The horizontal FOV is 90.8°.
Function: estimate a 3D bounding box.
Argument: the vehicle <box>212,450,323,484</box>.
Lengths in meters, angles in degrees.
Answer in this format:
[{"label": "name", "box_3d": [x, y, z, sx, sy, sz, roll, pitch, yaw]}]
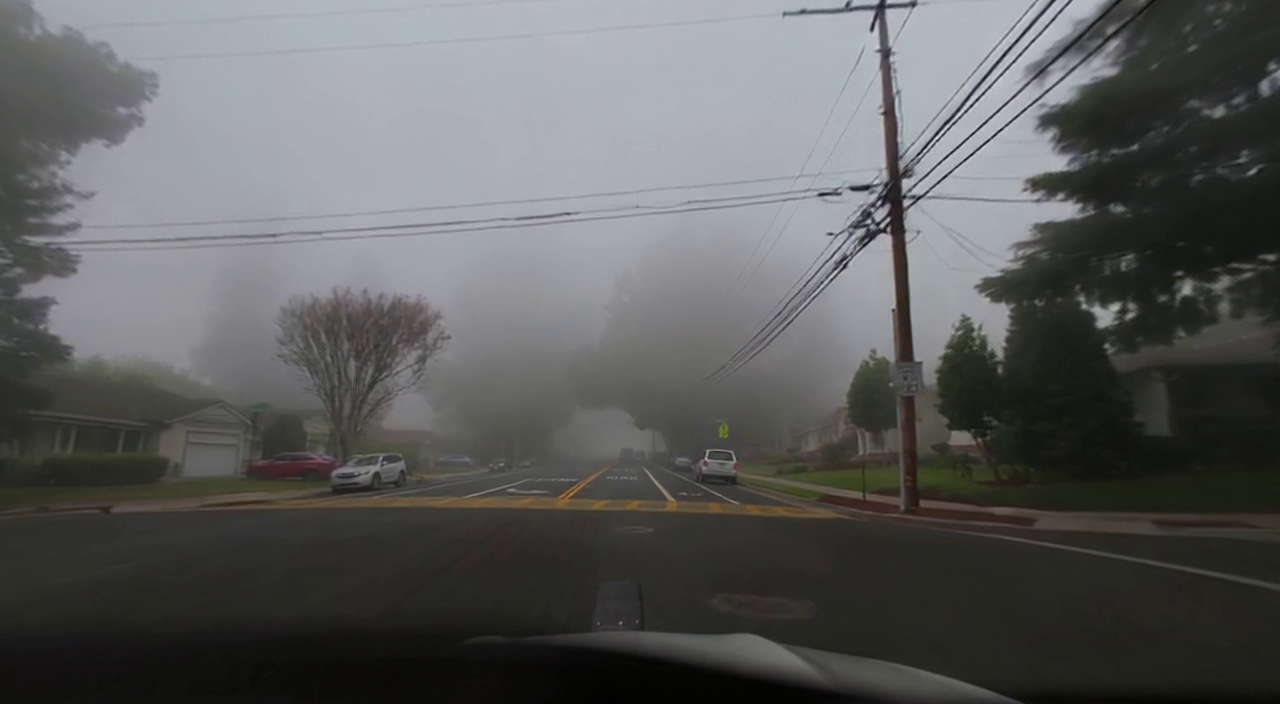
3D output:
[{"label": "vehicle", "box_3d": [-19.414, 6.010, 33.101, 4.450, 1.677, 2.027, 0, -9, -3]}]

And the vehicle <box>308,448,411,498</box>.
[{"label": "vehicle", "box_3d": [-12.152, 5.248, 27.880, 2.199, 1.988, 5.454, 0, -9, -2]}]

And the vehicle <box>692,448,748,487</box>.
[{"label": "vehicle", "box_3d": [3.824, 5.631, 30.988, 2.027, 1.751, 4.433, 0, -9, -2]}]
